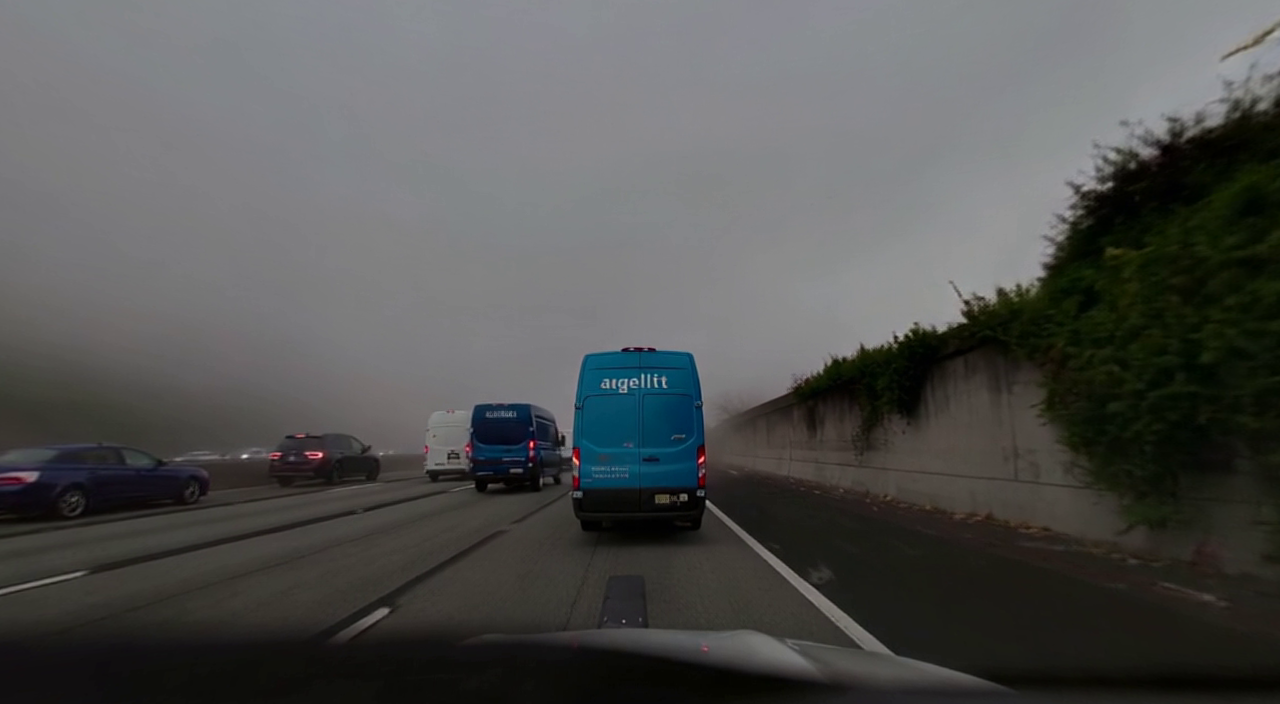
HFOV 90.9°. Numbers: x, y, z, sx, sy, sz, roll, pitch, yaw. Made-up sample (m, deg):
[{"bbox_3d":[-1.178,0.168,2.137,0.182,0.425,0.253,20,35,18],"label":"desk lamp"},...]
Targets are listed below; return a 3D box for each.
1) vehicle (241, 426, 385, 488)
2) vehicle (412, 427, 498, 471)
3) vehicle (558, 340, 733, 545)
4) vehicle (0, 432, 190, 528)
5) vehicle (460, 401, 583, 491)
[{"bbox_3d":[-10.823,3.522,21.415,2.061,1.846,4.852,-1,-8,3],"label":"vehicle"},{"bbox_3d":[-9.836,5.231,34.269,2.566,2.158,5.957,-1,-8,3],"label":"vehicle"},{"bbox_3d":[0.150,1.665,11.686,2.316,2.738,6.398,0,-8,1],"label":"vehicle"},{"bbox_3d":[-11.112,2.322,11.885,1.839,1.524,4.449,0,-8,2],"label":"vehicle"},{"bbox_3d":[-3.448,2.935,19.785,2.729,2.439,5.418,0,-8,0],"label":"vehicle"}]
